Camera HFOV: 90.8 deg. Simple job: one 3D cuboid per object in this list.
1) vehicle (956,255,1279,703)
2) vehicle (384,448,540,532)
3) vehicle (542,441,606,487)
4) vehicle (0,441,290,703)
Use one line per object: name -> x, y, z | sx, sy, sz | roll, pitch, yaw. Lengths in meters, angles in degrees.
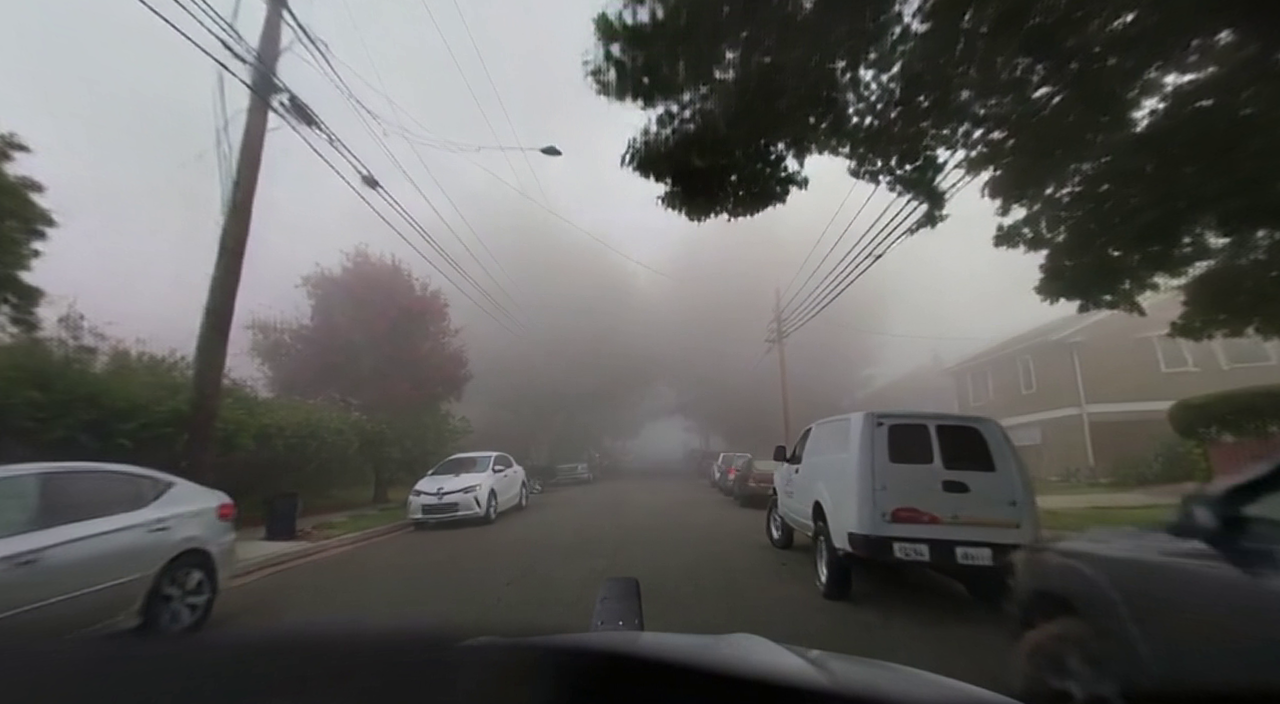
vehicle -> 2.635, 0.589, 1.007 | 1.992, 1.853, 4.704 | -1, -8, 3
vehicle -> -3.754, 2.977, 14.343 | 1.988, 1.541, 4.686 | -1, -8, 3
vehicle -> -2.982, 5.188, 29.710 | 2.280, 1.953, 5.092 | -1, -8, 2
vehicle -> -4.267, 1.294, 3.628 | 1.796, 1.532, 4.244 | -1, -8, 5
